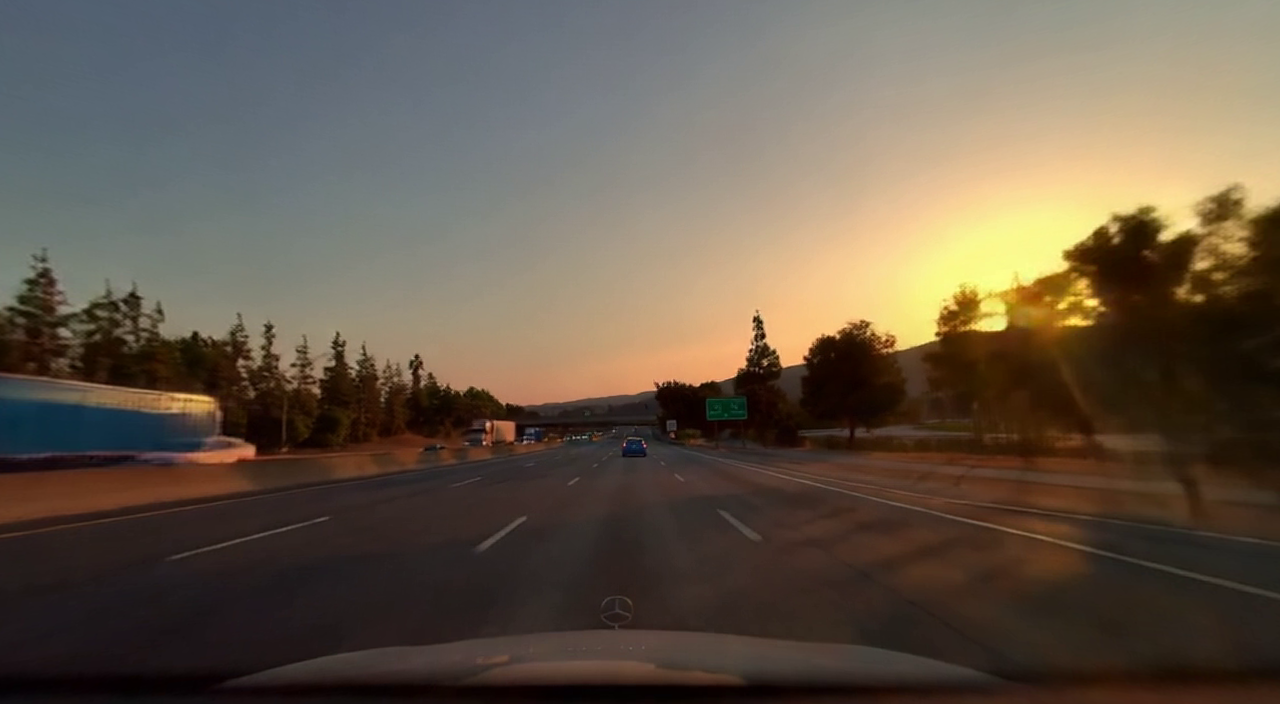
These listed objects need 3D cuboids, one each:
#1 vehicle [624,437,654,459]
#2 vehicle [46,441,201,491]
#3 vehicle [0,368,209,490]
[{"bbox_3d":[-0.104,6.763,44.498,2.028,1.440,3.690,0,-8,-2],"label":"vehicle"},{"bbox_3d":[-16.377,3.589,20.240,1.759,1.446,3.742,0,-8,0],"label":"vehicle"},{"bbox_3d":[-22.754,3.027,24.168,2.903,3.996,13.840,0,-8,-1],"label":"vehicle"}]
